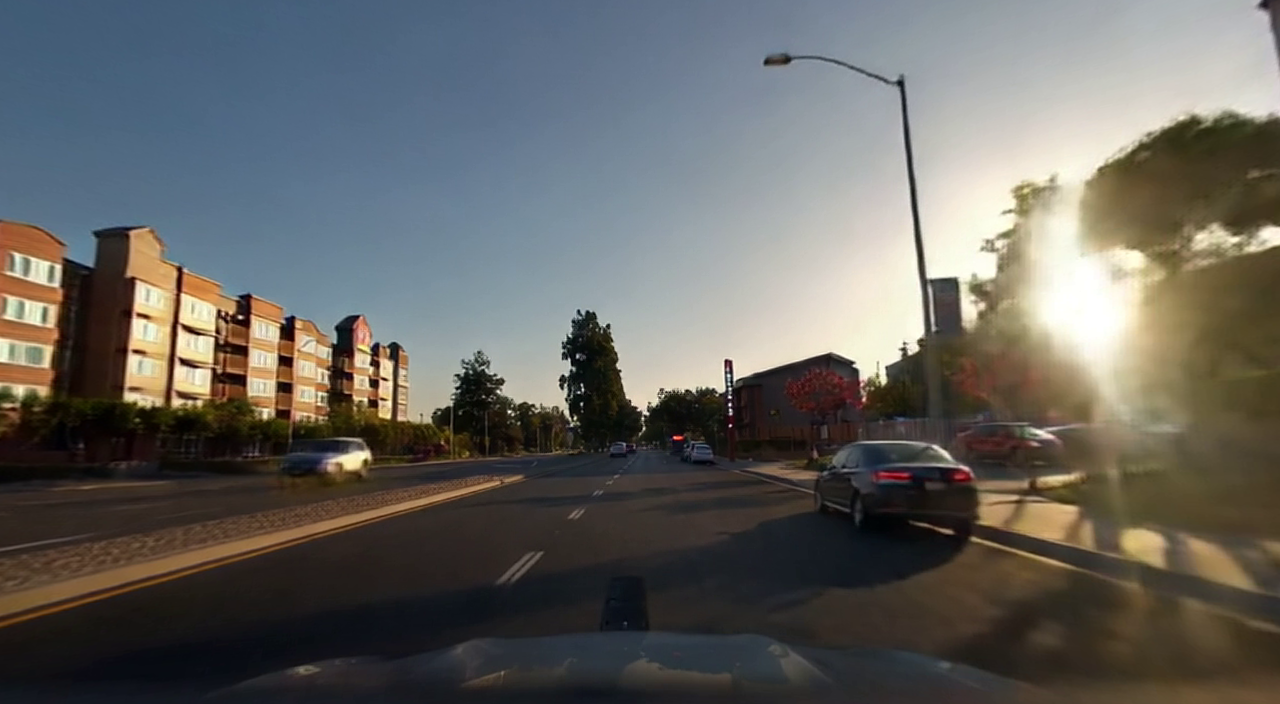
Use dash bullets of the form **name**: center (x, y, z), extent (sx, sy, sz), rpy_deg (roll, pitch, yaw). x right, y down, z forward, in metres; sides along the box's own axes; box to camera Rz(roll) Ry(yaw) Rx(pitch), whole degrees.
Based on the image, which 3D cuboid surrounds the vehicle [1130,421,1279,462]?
- **vehicle**: center (23.088, 3.702, 26.044), extent (1.940, 1.510, 4.595), rpy_deg (0, -8, 0)

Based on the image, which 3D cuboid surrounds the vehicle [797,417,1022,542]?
- **vehicle**: center (4.408, 2.159, 11.320), extent (2.067, 1.755, 4.616), rpy_deg (0, -8, 1)

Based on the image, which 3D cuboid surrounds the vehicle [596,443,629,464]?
- **vehicle**: center (-2.069, 7.812, 48.635), extent (2.176, 1.543, 4.335), rpy_deg (0, -8, 2)

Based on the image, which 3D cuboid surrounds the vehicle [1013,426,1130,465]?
- **vehicle**: center (17.767, 3.890, 26.222), extent (1.953, 1.488, 4.129), rpy_deg (0, -8, 1)

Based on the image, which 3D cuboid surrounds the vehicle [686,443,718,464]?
- **vehicle**: center (4.853, 7.980, 49.738), extent (2.085, 1.509, 5.134), rpy_deg (0, -8, 1)
